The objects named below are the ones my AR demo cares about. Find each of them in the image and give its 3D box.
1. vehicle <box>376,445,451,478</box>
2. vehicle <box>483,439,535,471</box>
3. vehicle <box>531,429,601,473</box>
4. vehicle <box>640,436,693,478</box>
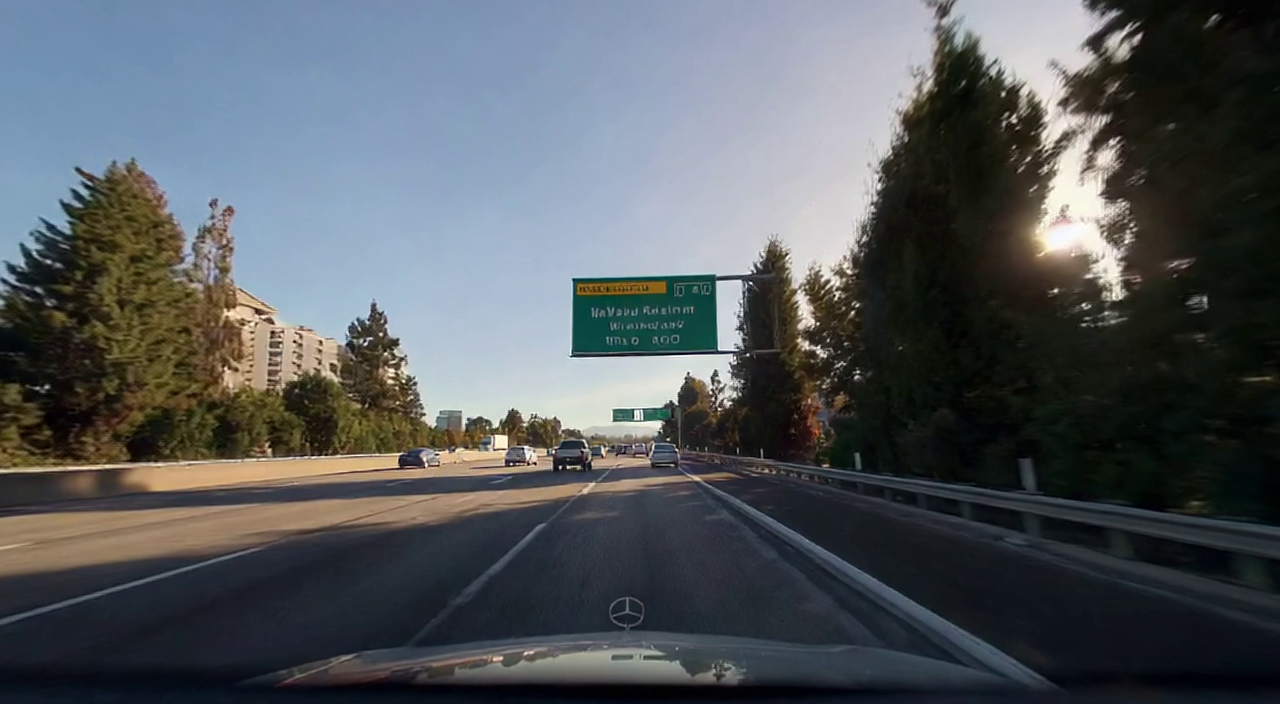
[{"bbox_3d":[-11.046,5.343,31.152,1.951,1.491,4.697,0,-8,1],"label":"vehicle"},{"bbox_3d":[-7.770,6.133,37.890,2.078,1.779,4.610,0,-8,1],"label":"vehicle"},{"bbox_3d":[-3.651,5.070,32.424,2.751,2.050,5.761,0,-8,1],"label":"vehicle"},{"bbox_3d":[1.082,4.708,28.609,2.135,1.697,4.757,0,-8,-1],"label":"vehicle"}]
